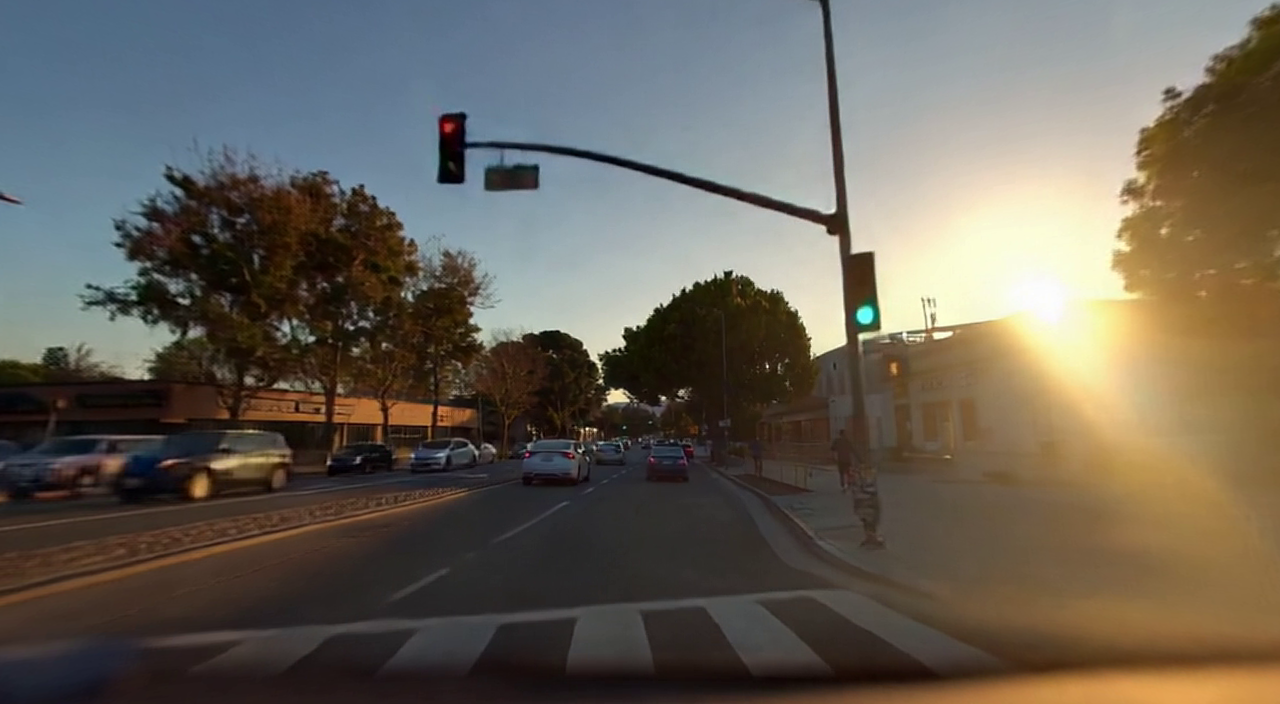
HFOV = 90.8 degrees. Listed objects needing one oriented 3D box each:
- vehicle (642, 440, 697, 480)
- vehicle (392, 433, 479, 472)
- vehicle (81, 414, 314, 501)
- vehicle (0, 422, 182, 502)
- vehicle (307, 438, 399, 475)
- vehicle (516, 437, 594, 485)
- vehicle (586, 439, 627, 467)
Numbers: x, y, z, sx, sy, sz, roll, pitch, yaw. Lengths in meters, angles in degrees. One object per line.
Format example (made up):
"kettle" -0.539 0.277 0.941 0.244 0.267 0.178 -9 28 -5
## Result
"vehicle" 1.184 4.420 26.082 2.085 1.475 3.976 0 -9 1
"vehicle" -9.487 4.710 29.781 2.175 1.684 4.475 -1 -9 6
"vehicle" -10.950 2.658 16.261 2.221 1.856 4.847 0 -9 4
"vehicle" -14.581 2.767 16.268 1.961 1.731 4.450 0 -9 4
"vehicle" -13.017 4.751 28.981 1.864 1.560 4.317 0 -9 5
"vehicle" -2.814 3.721 21.932 1.921 1.477 4.083 0 -9 3
"vehicle" -1.884 5.889 36.911 1.887 1.517 4.254 0 -9 4
